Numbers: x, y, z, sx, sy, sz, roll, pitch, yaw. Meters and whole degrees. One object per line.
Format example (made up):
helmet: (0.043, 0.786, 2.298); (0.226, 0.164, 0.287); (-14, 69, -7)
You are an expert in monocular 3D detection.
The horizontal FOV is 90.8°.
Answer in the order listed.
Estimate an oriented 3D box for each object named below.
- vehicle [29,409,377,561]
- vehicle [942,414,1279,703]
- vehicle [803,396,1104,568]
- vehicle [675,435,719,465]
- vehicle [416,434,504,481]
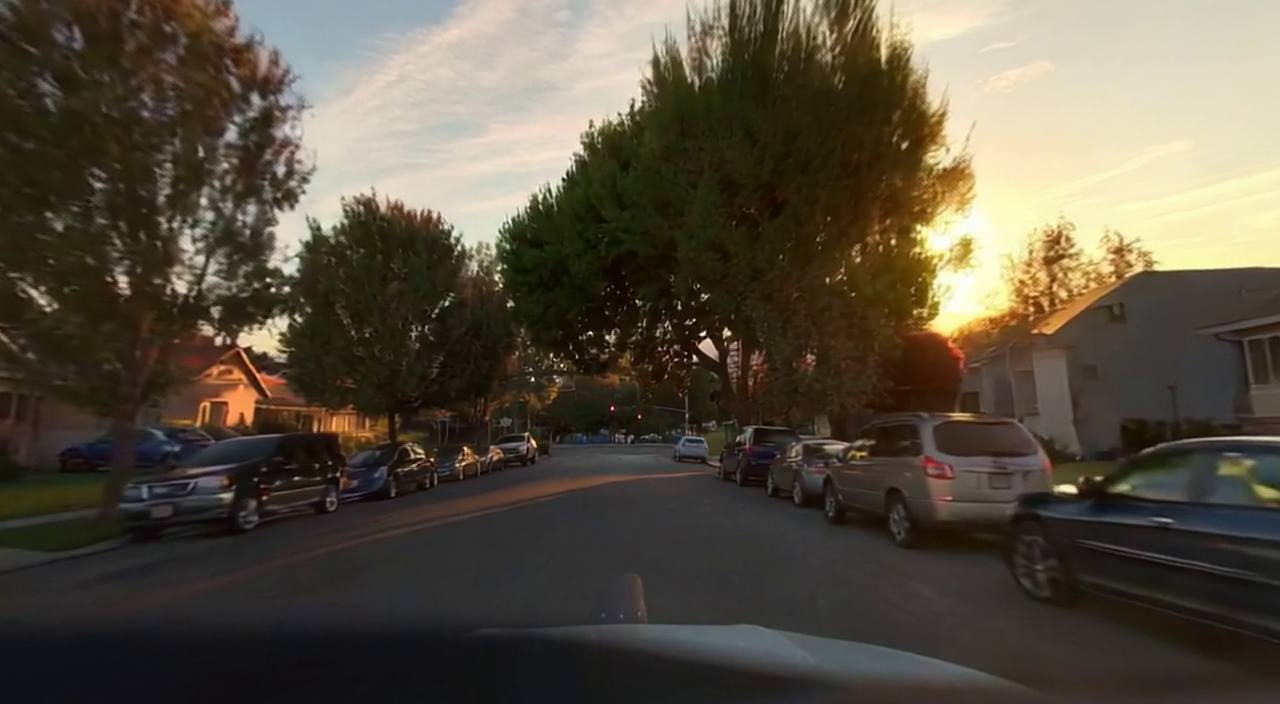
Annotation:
vehicle: (-7.204, 2.243, 11.668); (2.195, 2.023, 6.055); (0, -8, -1)
vehicle: (4.158, 1.208, 4.193); (1.877, 1.486, 4.713); (0, -8, -1)
vehicle: (3.993, 1.732, 9.181); (1.818, 1.825, 4.629); (0, -8, -2)
vehicle: (3.467, 6.063, 39.226); (2.101, 1.771, 4.747); (0, -8, -2)
vehicle: (-7.536, 4.473, 27.137); (2.042, 1.785, 5.876); (0, -8, 0)
